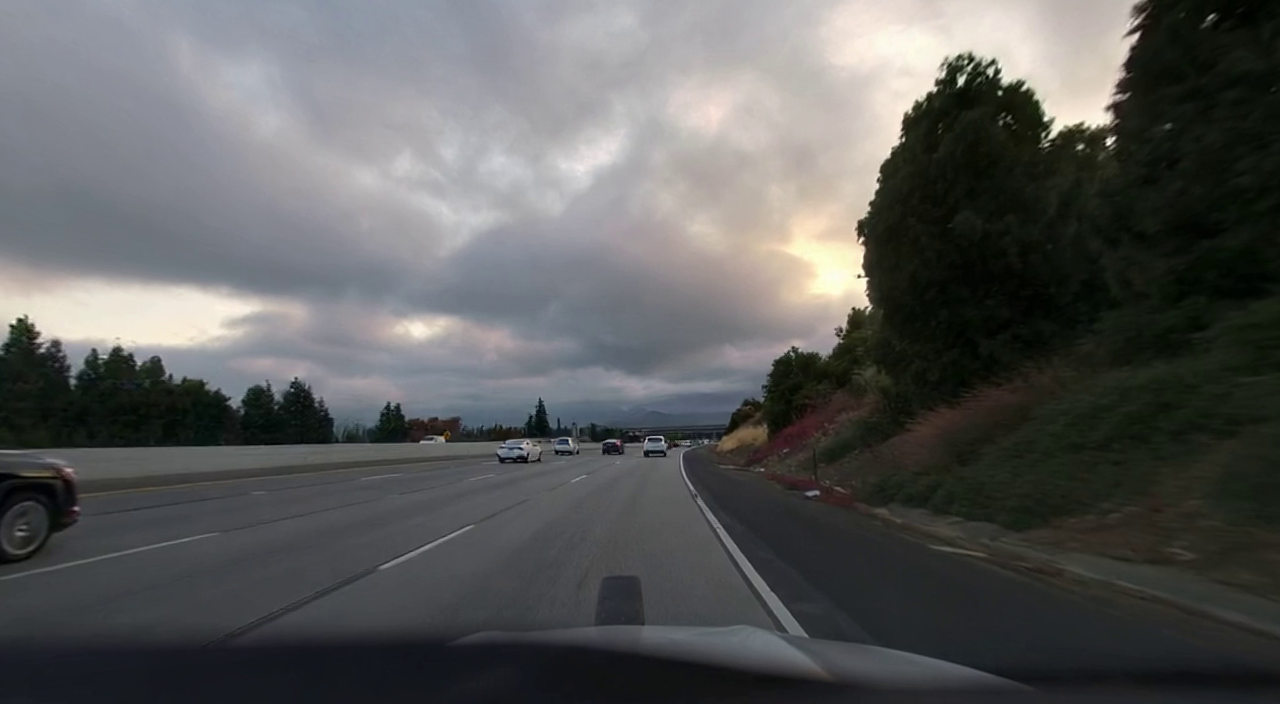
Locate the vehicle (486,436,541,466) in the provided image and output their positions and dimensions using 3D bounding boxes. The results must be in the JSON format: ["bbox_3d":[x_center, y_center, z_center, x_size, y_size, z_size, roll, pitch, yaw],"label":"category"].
[{"bbox_3d":[-7.001,5.543,35.325,1.986,1.534,4.255,0,-9,4],"label":"vehicle"}]

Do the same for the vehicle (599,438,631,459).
[{"bbox_3d":[-1.919,7.575,49.409,2.002,1.531,4.469,0,-9,5],"label":"vehicle"}]

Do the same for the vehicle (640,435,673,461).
[{"bbox_3d":[1.210,6.697,44.020,2.141,1.706,4.065,0,-9,4],"label":"vehicle"}]
